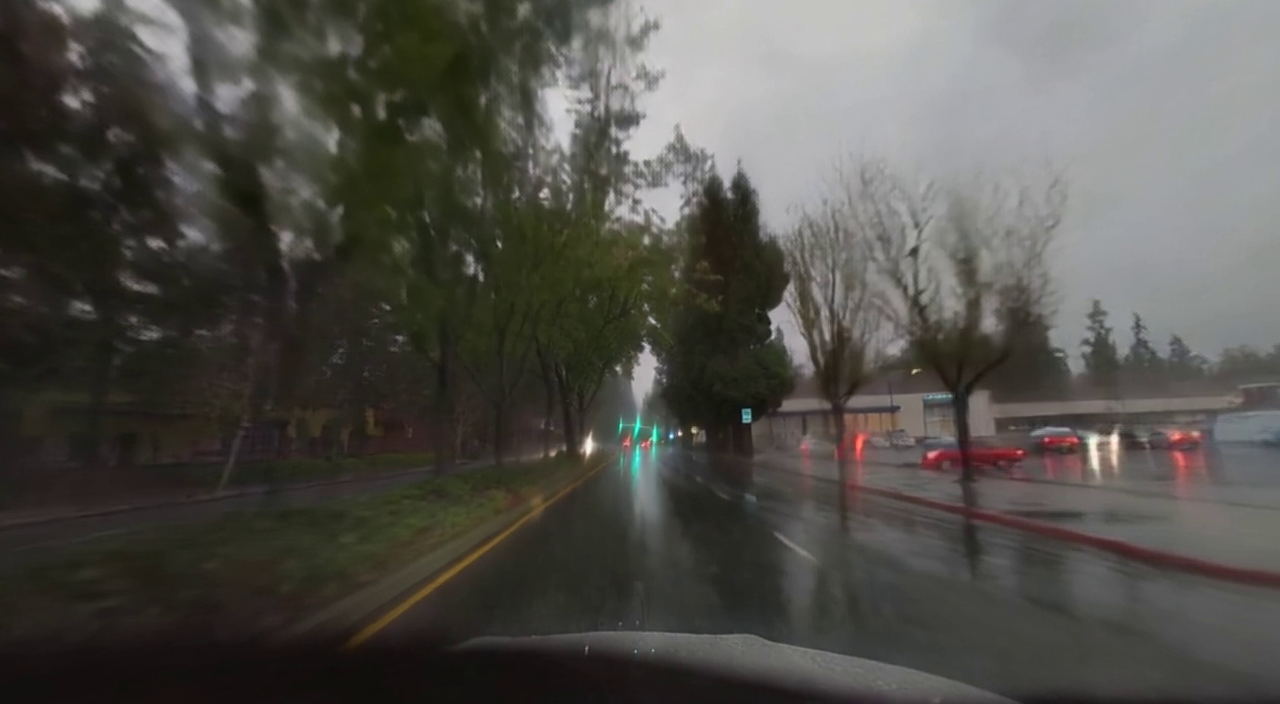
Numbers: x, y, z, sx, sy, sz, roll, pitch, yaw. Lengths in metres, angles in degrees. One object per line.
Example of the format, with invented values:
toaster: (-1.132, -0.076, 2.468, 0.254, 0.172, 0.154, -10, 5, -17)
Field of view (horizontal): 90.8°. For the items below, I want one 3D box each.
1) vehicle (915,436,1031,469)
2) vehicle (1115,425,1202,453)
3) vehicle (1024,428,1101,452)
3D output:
vehicle: (16.767, 5.075, 31.968, 4.665, 1.570, 2.080, 0, -8, 0)
vehicle: (34.342, 5.817, 42.045, 1.843, 1.774, 4.626, 0, -8, 0)
vehicle: (31.533, 6.591, 47.414, 2.015, 1.681, 5.292, 0, -8, -2)
